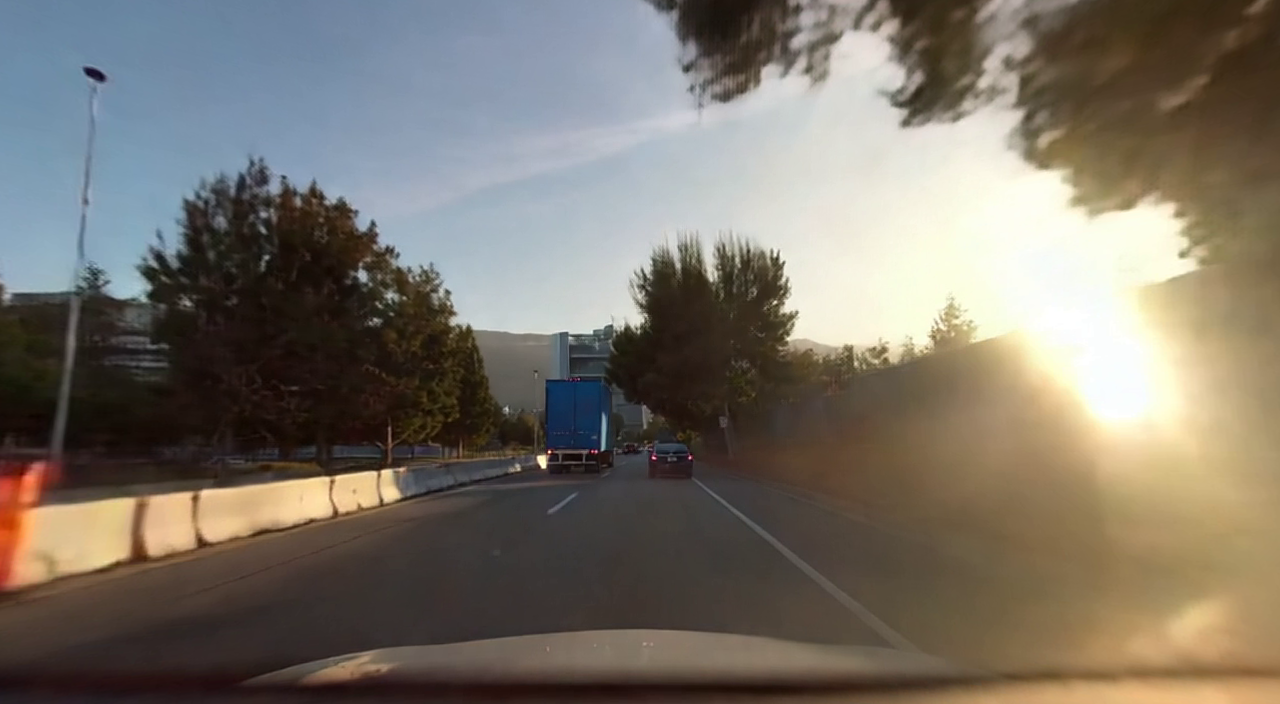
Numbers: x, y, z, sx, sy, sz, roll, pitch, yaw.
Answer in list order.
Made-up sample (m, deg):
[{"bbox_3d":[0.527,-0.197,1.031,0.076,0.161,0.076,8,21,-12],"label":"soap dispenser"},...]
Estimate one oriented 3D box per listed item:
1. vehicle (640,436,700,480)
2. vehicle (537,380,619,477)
[{"bbox_3d":[1.181,4.414,26.626,2.304,1.675,4.462,0,-8,0],"label":"vehicle"},{"bbox_3d":[-2.902,4.376,34.781,2.906,4.115,15.715,0,-8,0],"label":"vehicle"}]
